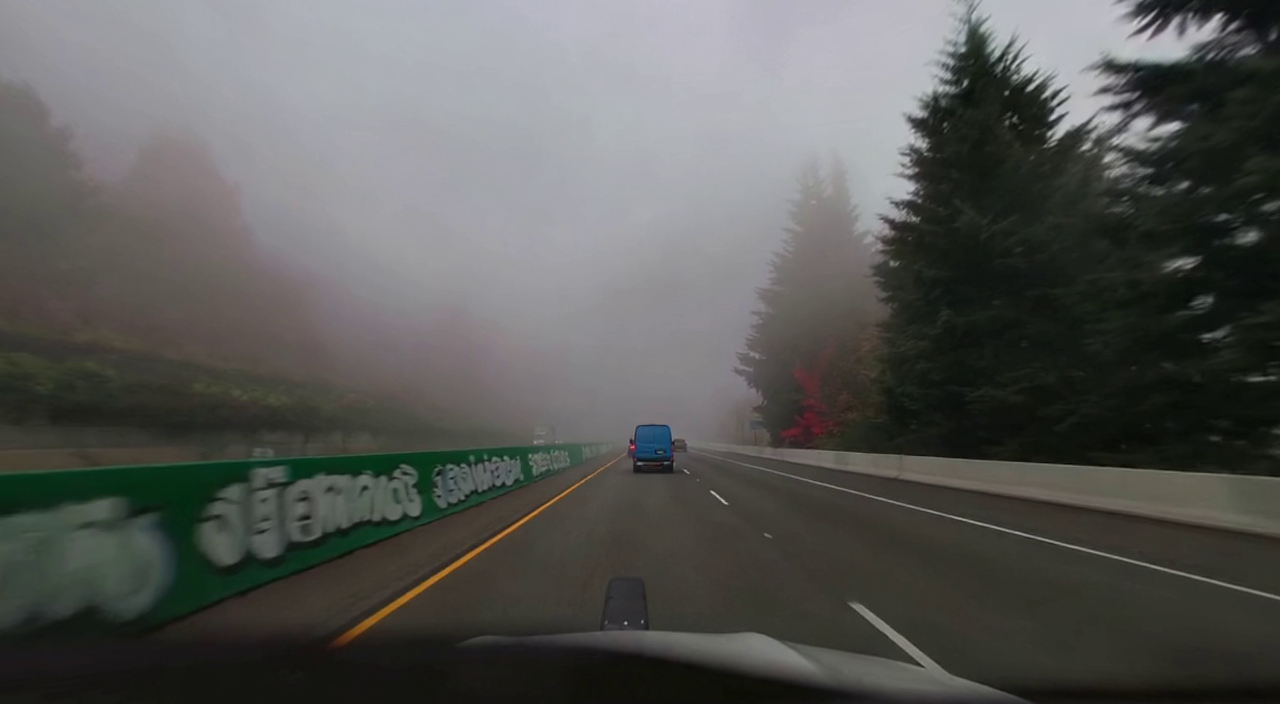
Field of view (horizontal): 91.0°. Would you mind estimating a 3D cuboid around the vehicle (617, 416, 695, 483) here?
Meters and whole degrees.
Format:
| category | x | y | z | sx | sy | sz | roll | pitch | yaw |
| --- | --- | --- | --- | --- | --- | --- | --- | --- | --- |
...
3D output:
| category | x | y | z | sx | sy | sz | roll | pitch | yaw |
| --- | --- | --- | --- | --- | --- | --- | --- | --- | --- |
| vehicle | 0.472 | 3.209 | 20.795 | 2.283 | 1.956 | 4.421 | 0 | -8 | 0 |
